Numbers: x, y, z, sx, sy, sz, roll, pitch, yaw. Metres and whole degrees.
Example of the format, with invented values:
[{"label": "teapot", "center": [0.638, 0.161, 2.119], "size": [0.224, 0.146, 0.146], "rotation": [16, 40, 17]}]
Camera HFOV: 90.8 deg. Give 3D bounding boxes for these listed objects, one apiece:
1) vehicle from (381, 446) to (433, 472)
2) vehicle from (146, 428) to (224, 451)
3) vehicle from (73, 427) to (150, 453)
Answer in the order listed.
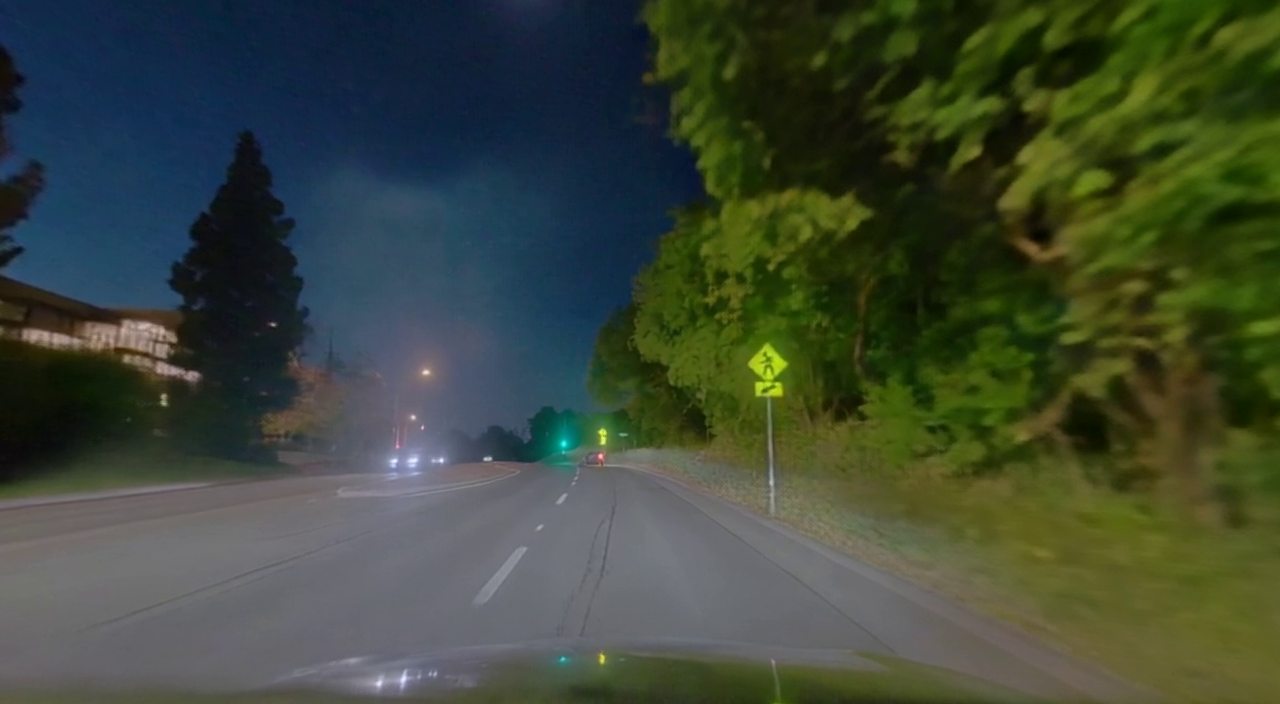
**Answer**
[{"label": "vehicle", "center": [-14.279, 6.573, 38.951], "size": [1.793, 1.486, 4.048], "rotation": [0, -9, -2]}, {"label": "vehicle", "center": [-34.847, 6.738, 48.457], "size": [4.506, 1.654, 2.239], "rotation": [-2, -10, 11]}, {"label": "vehicle", "center": [-35.945, 6.003, 42.979], "size": [4.083, 1.464, 1.747], "rotation": [-2, -16, 15]}]
